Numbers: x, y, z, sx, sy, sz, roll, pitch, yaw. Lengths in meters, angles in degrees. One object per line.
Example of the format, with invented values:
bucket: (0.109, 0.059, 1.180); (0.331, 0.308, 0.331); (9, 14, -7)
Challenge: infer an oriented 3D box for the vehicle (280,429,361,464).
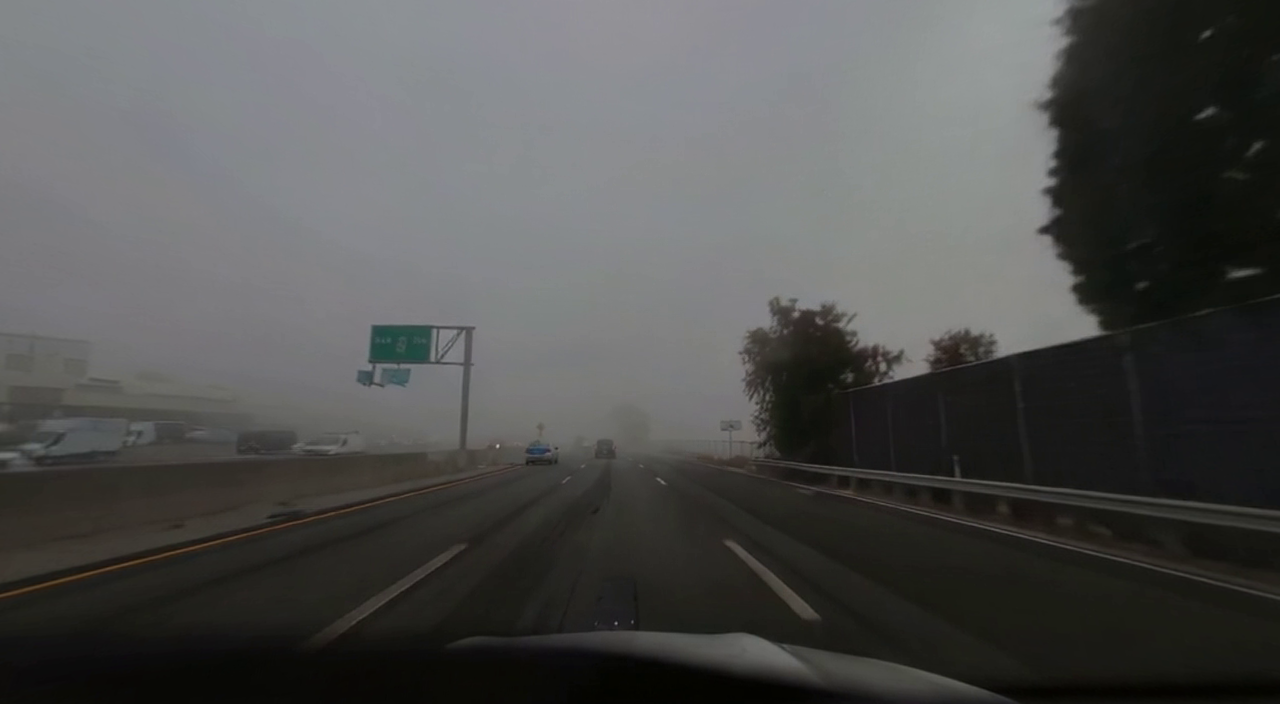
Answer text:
vehicle: (-16.702, 4.958, 33.228); (1.968, 1.690, 4.642); (0, -8, -2)

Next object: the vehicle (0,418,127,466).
vehicle: (-30.046, 4.684, 32.936); (2.173, 2.174, 5.446); (4, -8, -7)

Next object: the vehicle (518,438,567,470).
vehicle: (-5.044, 5.331, 33.050); (2.045, 1.547, 4.162); (0, -8, -2)
